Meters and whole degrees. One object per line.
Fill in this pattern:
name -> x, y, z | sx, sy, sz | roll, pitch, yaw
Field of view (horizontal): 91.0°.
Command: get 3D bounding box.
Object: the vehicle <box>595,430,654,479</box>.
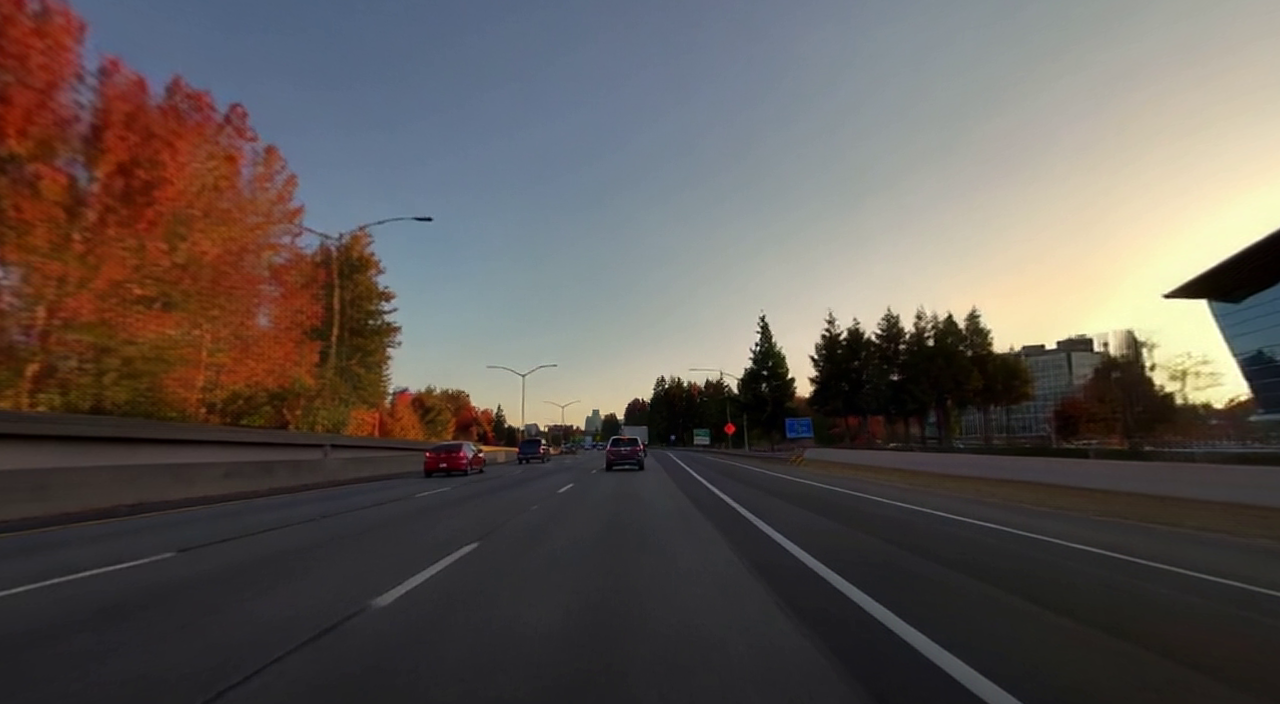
vehicle -> -0.586, 4.248, 26.315 | 2.245, 1.863, 4.801 | 0, -9, 0

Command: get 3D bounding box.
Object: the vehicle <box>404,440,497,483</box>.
vehicle -> -7.232, 4.222, 24.560 | 2.074, 1.495, 4.643 | 0, -9, 1

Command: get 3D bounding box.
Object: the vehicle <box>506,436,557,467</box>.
vehicle -> -7.239, 6.696, 42.672 | 2.328, 1.927, 5.880 | 0, -9, 1
